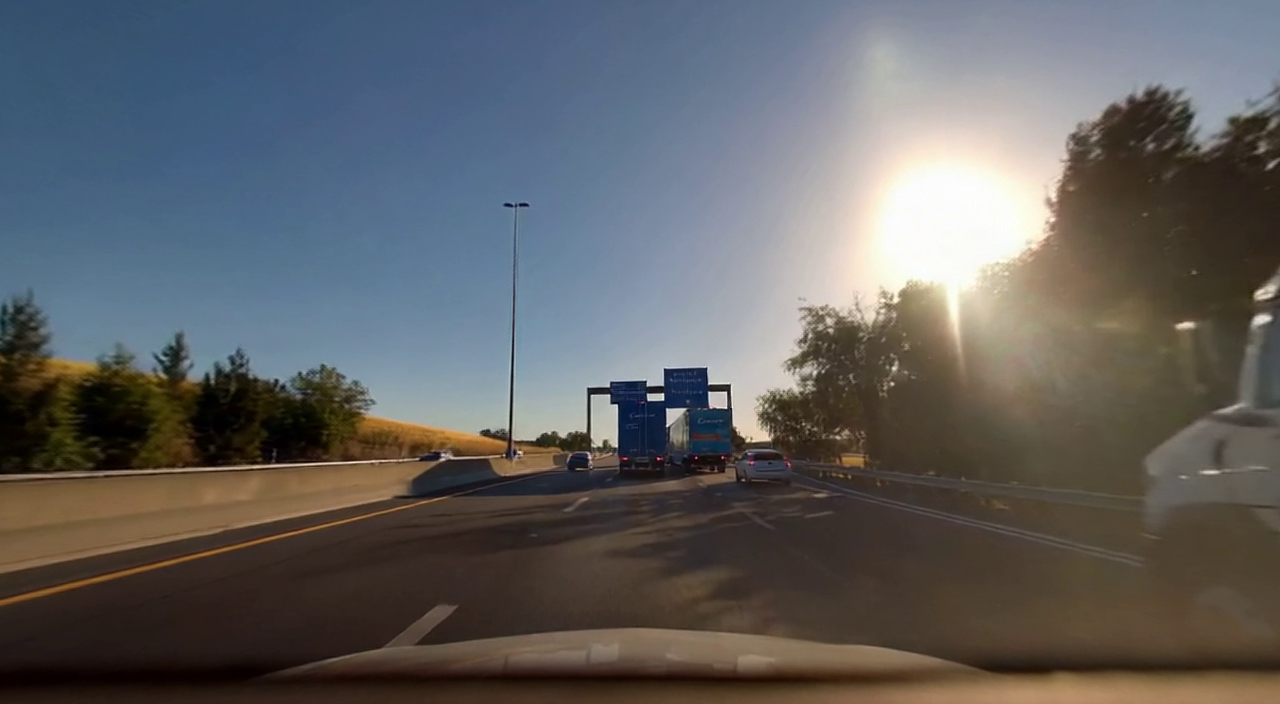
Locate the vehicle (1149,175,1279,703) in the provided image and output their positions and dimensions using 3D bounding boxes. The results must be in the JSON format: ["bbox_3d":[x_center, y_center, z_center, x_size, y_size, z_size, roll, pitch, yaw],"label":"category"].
[{"bbox_3d":[4.272,0.124,0.547,2.636,2.599,5.956,0,-9,1],"label":"vehicle"}]

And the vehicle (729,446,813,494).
[{"bbox_3d":[4.559,4.175,22.792,2.086,1.530,4.808,0,-9,1],"label":"vehicle"}]

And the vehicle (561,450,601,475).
[{"bbox_3d":[-3.598,6.828,39.277,2.067,1.452,4.085,0,-9,1],"label":"vehicle"}]

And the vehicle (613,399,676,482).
[{"bbox_3d":[0.184,4.839,34.072,2.864,3.805,9.709,0,-9,0],"label":"vehicle"}]
